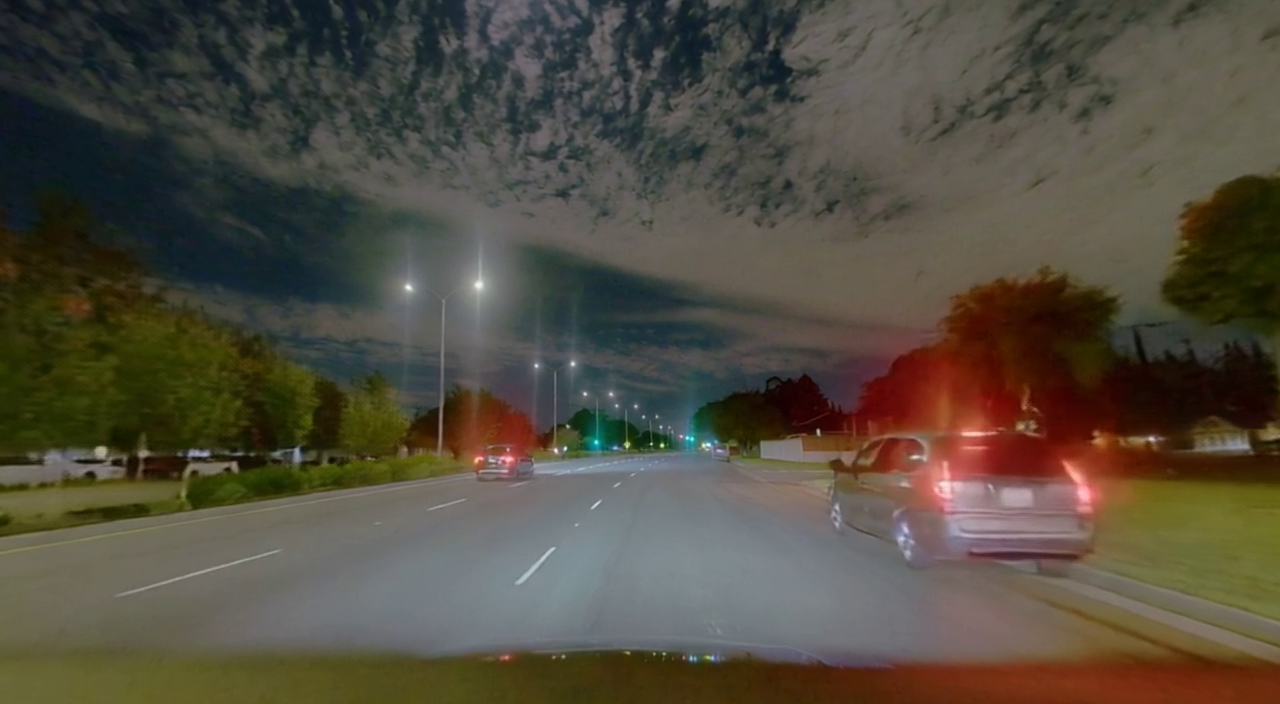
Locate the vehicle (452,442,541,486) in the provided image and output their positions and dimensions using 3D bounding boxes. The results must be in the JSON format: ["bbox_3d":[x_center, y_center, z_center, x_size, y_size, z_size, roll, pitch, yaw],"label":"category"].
[{"bbox_3d":[-5.210,4.130,23.586,2.060,1.473,4.645,0,-8,2],"label":"vehicle"}]

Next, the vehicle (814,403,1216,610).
[{"bbox_3d":[3.772,1.633,7.666,2.064,1.697,4.718,0,-8,2],"label":"vehicle"}]

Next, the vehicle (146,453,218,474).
[{"bbox_3d":[-34.194,8.334,47.162,3.856,1.439,1.884,2,-9,-12],"label":"vehicle"}]

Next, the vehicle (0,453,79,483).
[{"bbox_3d":[-30.499,5.614,30.611,4.390,1.387,1.936,1,-9,-8],"label":"vehicle"}]
